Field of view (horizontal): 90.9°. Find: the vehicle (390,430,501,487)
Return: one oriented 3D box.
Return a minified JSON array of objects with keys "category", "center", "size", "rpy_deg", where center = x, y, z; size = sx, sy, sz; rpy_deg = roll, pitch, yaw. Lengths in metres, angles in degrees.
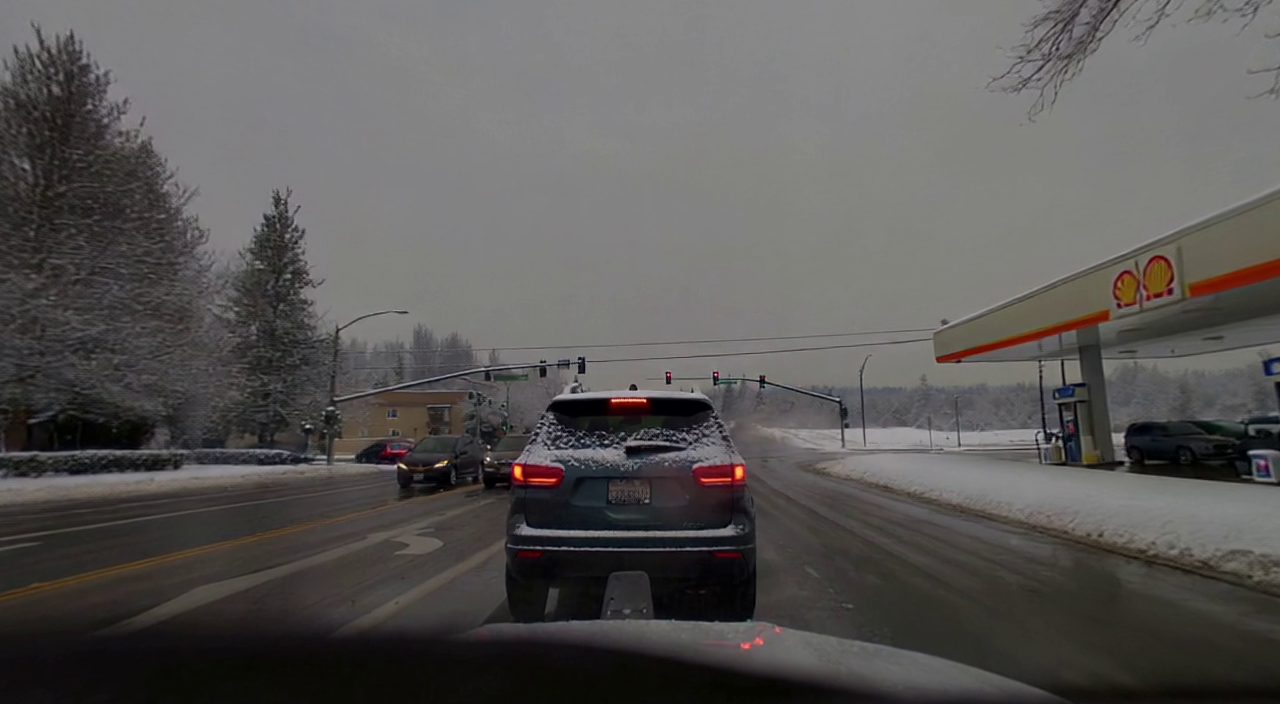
[{"category":"vehicle","center":[-6.651,3.704,22.191],"size":[2.065,1.753,4.525],"rpy_deg":[-1,-9,6]}]

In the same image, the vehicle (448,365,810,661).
[{"category":"vehicle","center":[0.012,1.314,6.137],"size":[2.236,1.819,4.291],"rpy_deg":[-1,-9,3]}]

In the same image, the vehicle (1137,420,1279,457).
[{"category":"vehicle","center":[25.933,3.967,28.782],"size":[4.551,1.616,1.973],"rpy_deg":[-2,-9,11]}]
